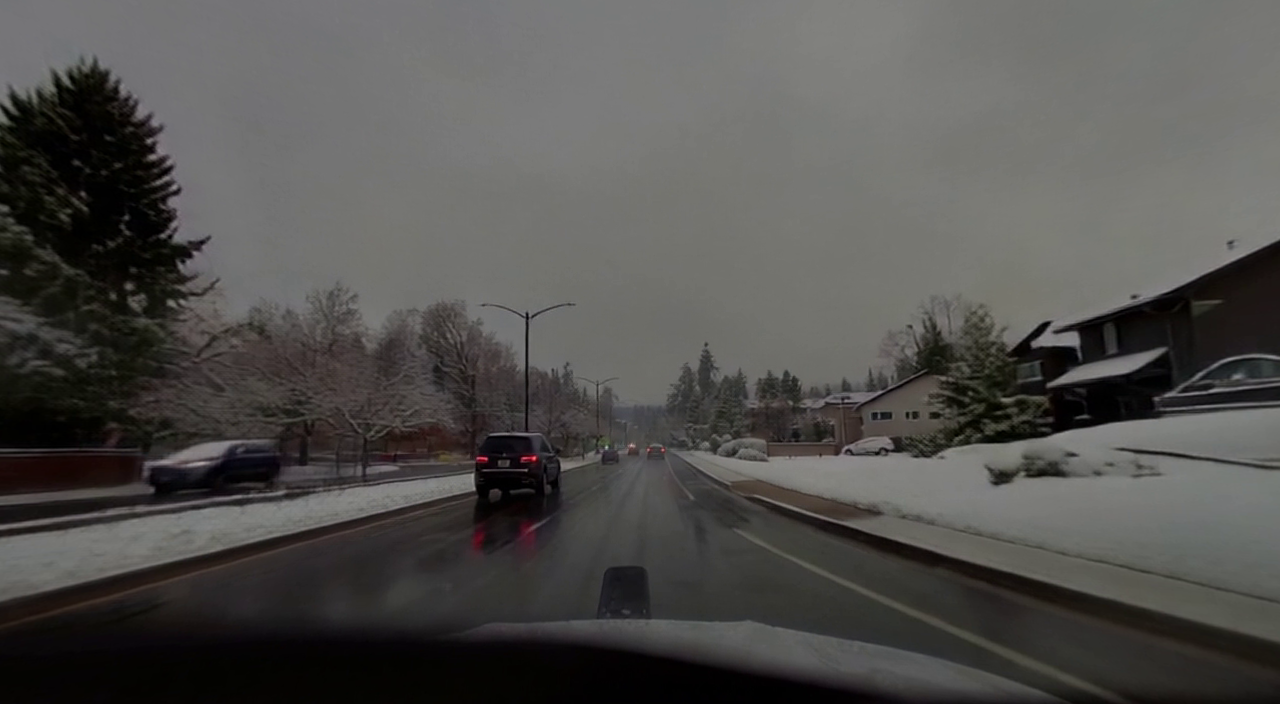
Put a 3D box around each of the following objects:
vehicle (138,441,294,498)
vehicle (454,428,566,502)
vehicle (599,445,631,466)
[{"bbox_3d":[-14.457,3.991,21.905,2.063,1.715,4.650,0,-8,1],"label":"vehicle"},{"bbox_3d":[-3.406,3.069,17.481,2.073,1.770,4.302,0,-8,1],"label":"vehicle"},{"bbox_3d":[-1.894,8.061,49.196,2.119,1.494,4.624,0,-8,2],"label":"vehicle"}]
